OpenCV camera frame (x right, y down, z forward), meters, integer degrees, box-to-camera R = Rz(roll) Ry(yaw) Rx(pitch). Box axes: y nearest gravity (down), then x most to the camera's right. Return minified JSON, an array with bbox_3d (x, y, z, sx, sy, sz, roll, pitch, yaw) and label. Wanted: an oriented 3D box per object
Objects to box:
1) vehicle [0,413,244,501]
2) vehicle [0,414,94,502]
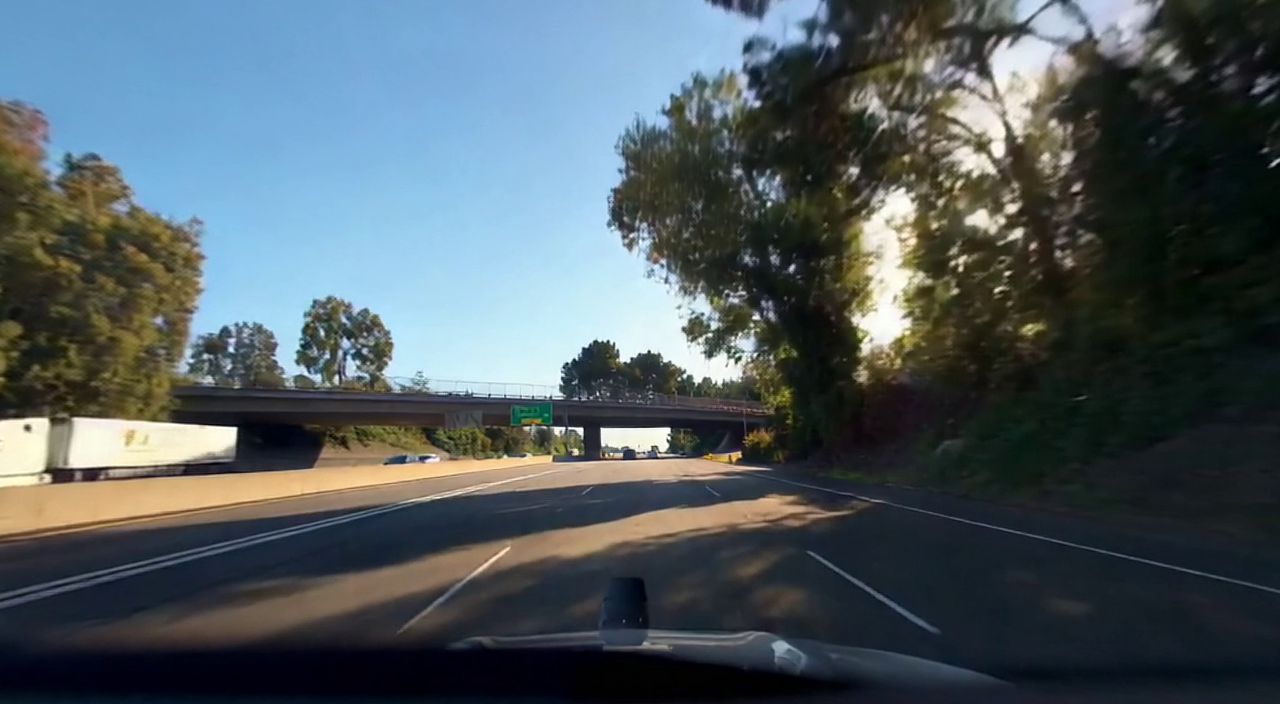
[{"bbox_3d":[-30.393,6.170,37.616,2.889,4.119,15.342,-1,-9,3],"label":"vehicle"},{"bbox_3d":[-30.694,5.090,30.364,2.958,4.004,5.956,0,-9,2],"label":"vehicle"}]
